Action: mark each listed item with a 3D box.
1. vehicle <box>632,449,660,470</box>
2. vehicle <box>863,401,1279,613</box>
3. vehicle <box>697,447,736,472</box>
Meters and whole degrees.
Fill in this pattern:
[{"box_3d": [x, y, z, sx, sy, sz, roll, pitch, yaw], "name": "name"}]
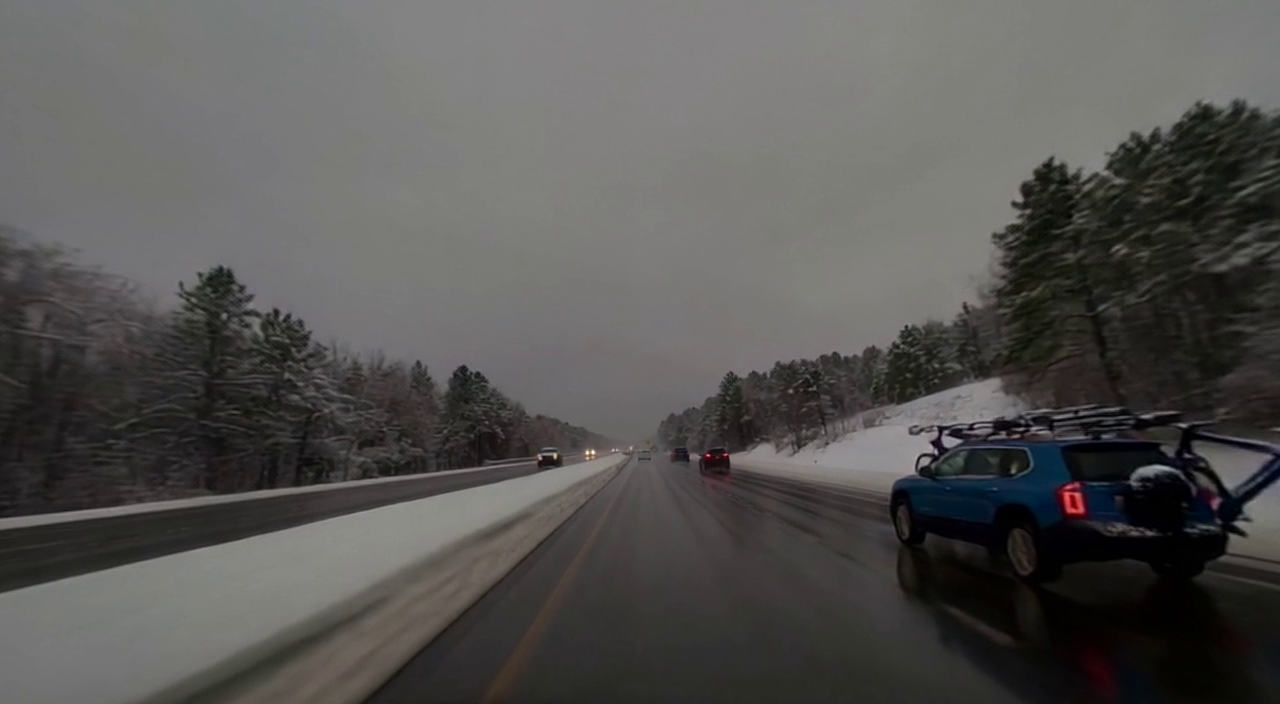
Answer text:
[{"box_3d": [0.440, 7.851, 46.209, 1.991, 1.459, 3.769, 0, -9, 0], "name": "vehicle"}, {"box_3d": [4.228, 1.515, 6.961, 1.978, 1.604, 4.128, 0, -9, 0], "name": "vehicle"}, {"box_3d": [4.940, 6.999, 41.161, 1.964, 1.513, 3.707, 0, -9, -1], "name": "vehicle"}]
